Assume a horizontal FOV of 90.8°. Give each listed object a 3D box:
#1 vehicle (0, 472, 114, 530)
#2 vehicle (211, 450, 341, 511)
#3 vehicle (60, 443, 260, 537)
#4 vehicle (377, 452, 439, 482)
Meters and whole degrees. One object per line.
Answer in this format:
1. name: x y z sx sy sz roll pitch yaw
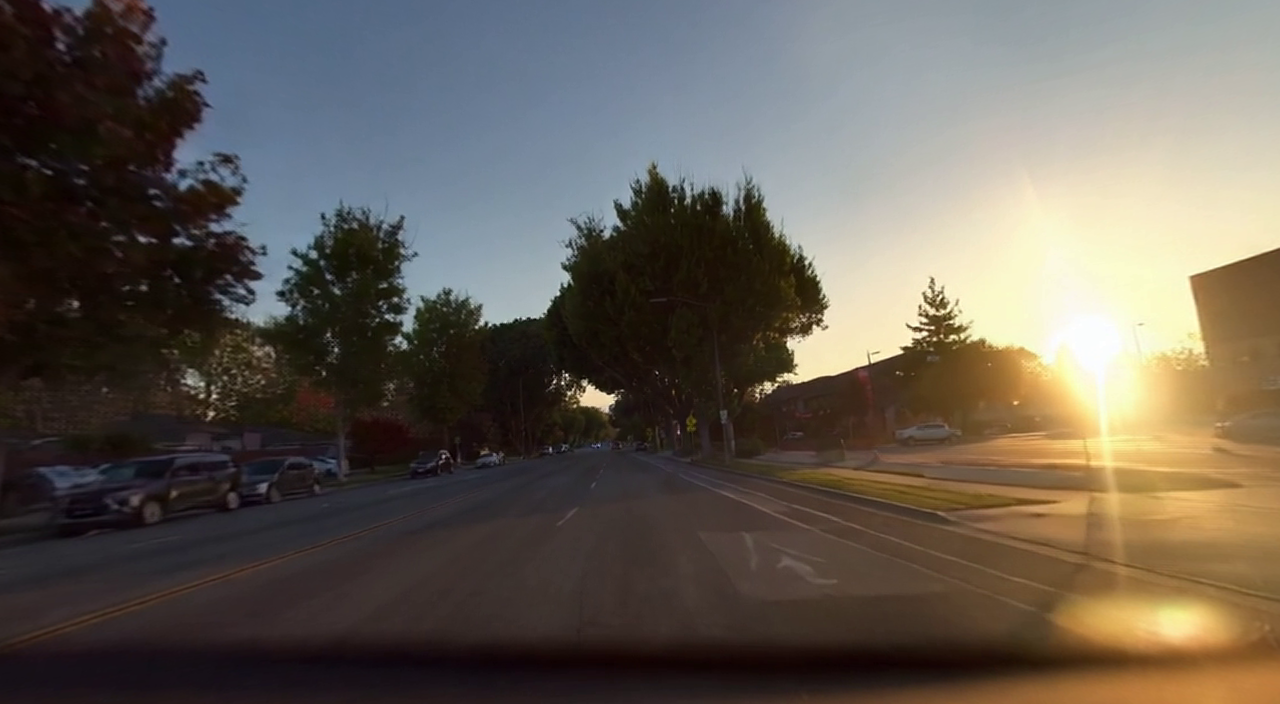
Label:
1. vehicle: -18.281 4.356 18.820 1.963 1.383 3.903 2 -9 -4
2. vehicle: -12.396 4.336 21.896 2.076 1.681 4.423 -4 -9 -3
3. vehicle: -12.187 3.437 16.502 2.015 1.884 4.488 -6 -8 -5
4. vehicle: -12.821 6.363 35.196 1.958 1.457 4.254 0 -8 -3
